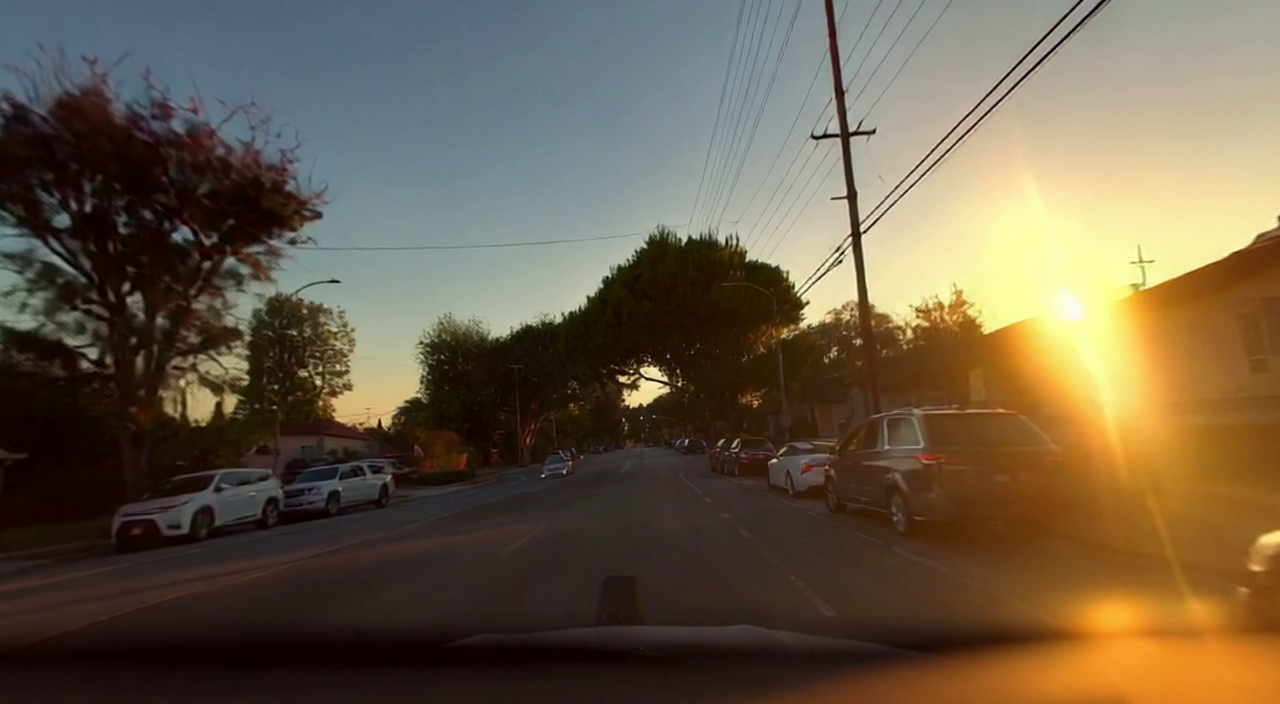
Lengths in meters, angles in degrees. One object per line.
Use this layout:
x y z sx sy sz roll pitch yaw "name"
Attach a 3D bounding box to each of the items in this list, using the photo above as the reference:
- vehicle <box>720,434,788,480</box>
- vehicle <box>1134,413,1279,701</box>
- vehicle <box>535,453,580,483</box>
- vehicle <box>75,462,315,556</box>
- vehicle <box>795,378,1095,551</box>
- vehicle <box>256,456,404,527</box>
4.764 4.471 27.151 1.980 1.773 4.853 0 -8 -1 "vehicle"
4.262 0.824 1.635 1.927 1.483 5.100 0 -8 1 "vehicle"
-5.014 7.083 38.876 1.948 1.502 4.434 -5 -9 1 "vehicle"
-10.966 3.845 16.309 2.089 1.837 5.499 0 -8 1 "vehicle"
4.492 1.804 10.741 2.330 2.160 5.550 0 -8 0 "vehicle"
-10.634 4.782 22.375 2.282 2.060 5.738 0 -8 0 "vehicle"
